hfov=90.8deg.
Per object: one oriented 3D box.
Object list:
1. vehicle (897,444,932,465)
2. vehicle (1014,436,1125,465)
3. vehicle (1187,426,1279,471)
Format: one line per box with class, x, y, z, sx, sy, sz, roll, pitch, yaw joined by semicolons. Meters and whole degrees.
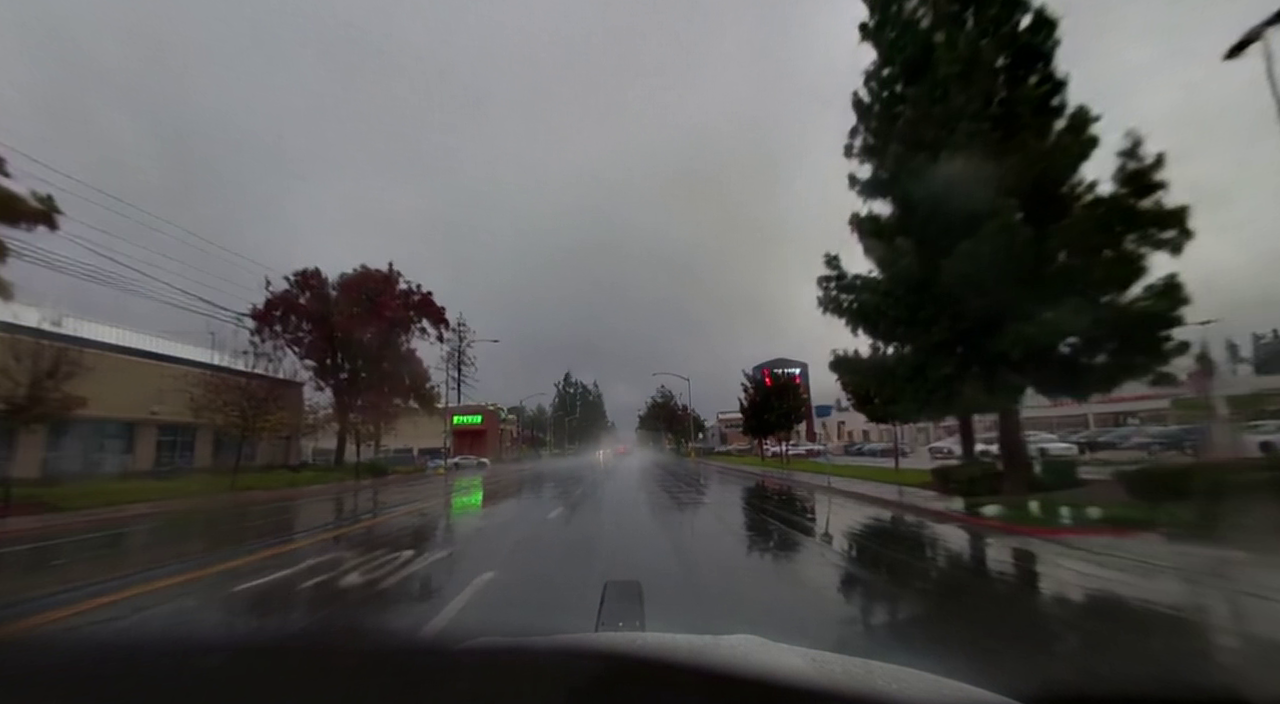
vehicle;20.352;7.551;46.668;1.901;1.461;4.482;-5;-10;28
vehicle;23.236;5.329;34.294;4.579;1.482;1.911;0;-8;0
vehicle;23.395;3.553;23.344;4.435;1.548;2.082;0;-9;-3
